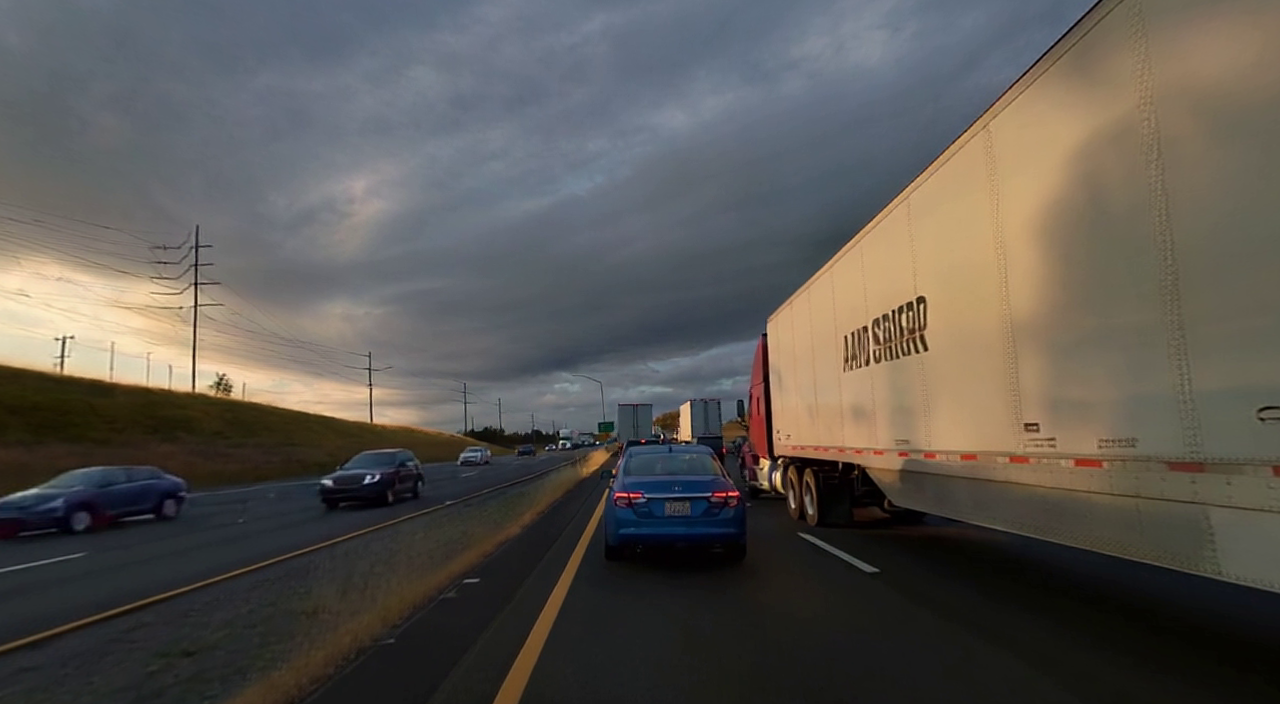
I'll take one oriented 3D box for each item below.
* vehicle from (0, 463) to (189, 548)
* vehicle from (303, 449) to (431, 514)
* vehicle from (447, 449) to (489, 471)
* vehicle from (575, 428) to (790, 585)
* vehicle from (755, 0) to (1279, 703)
[{"bbox_3d":[-12.093,3.211,13.688,1.795,1.441,3.759,-1,-8,-1],"label":"vehicle"},{"bbox_3d":[-8.007,3.794,18.975,1.991,1.629,4.259,-1,-8,-1],"label":"vehicle"},{"bbox_3d":[-12.545,7.887,46.238,1.853,1.445,4.478,-1,-8,-1],"label":"vehicle"},{"bbox_3d":[0.339,1.723,7.846,2.045,1.446,3.597,0,-8,-2],"label":"vehicle"},{"bbox_3d":[4.152,0.132,5.832,3.138,4.065,14.276,0,-8,-1],"label":"vehicle"}]
